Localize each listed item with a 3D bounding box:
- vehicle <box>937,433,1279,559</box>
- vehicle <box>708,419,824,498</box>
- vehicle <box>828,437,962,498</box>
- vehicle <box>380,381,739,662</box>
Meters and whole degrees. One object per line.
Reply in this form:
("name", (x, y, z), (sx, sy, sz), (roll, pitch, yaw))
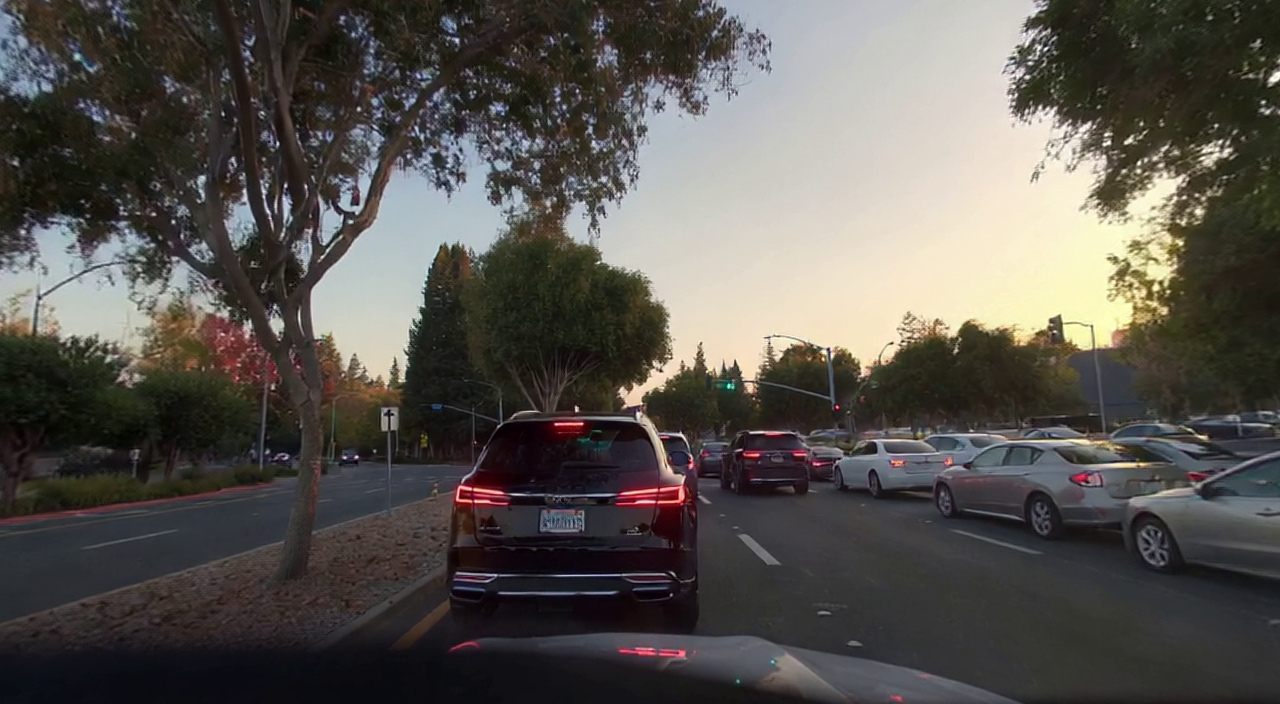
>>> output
("vehicle", (6.582, 2.013, 9.657), (1.894, 1.445, 4.565), (0, -9, 1))
("vehicle", (3.351, 2.979, 17.954), (2.200, 1.909, 4.853), (0, -9, -1))
("vehicle", (6.955, 3.186, 17.801), (1.890, 1.489, 4.415), (0, -9, -1))
("vehicle", (-0.438, 1.349, 6.086), (2.201, 1.709, 4.271), (0, -9, 2))
